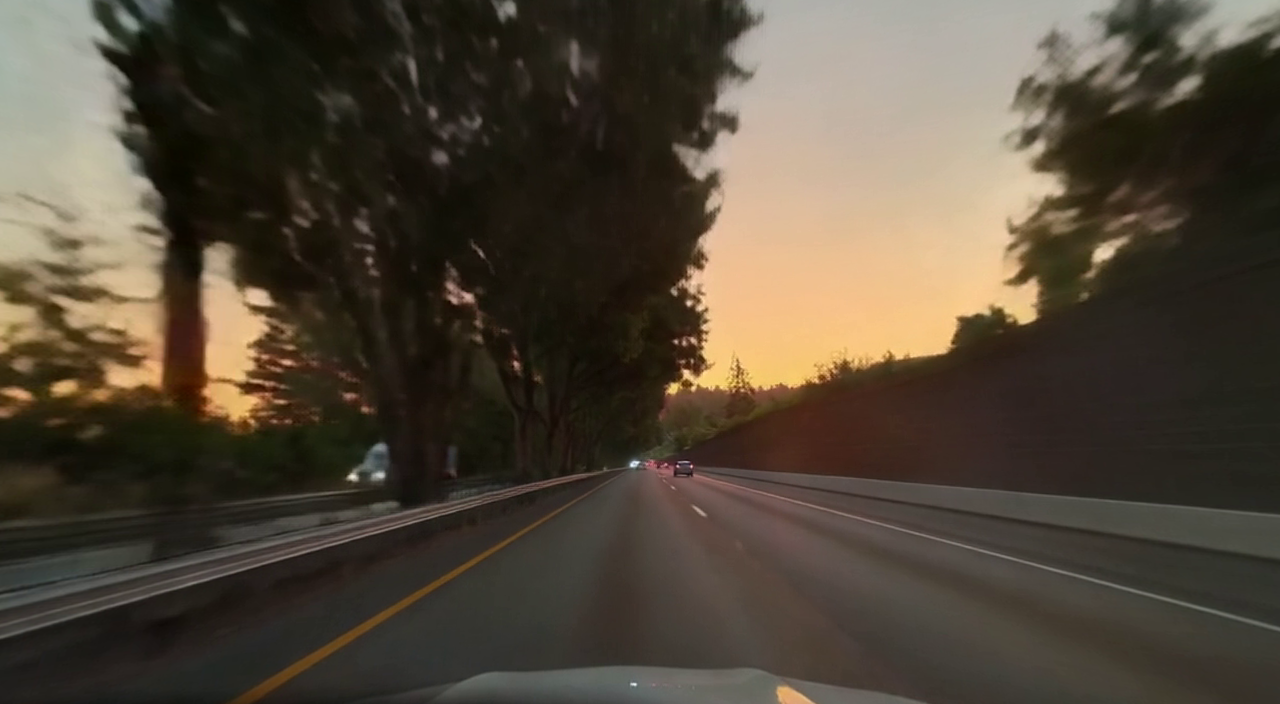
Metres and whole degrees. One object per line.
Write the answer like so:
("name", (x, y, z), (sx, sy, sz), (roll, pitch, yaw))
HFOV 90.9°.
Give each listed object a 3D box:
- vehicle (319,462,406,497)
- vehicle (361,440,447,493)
("vehicle", (-13.132, 6.051, 30.127), (2.134, 1.488, 4.249), (1, -10, 1))
("vehicle", (-13.252, 6.523, 35.931), (2.526, 2.716, 5.691), (0, -10, 1))
